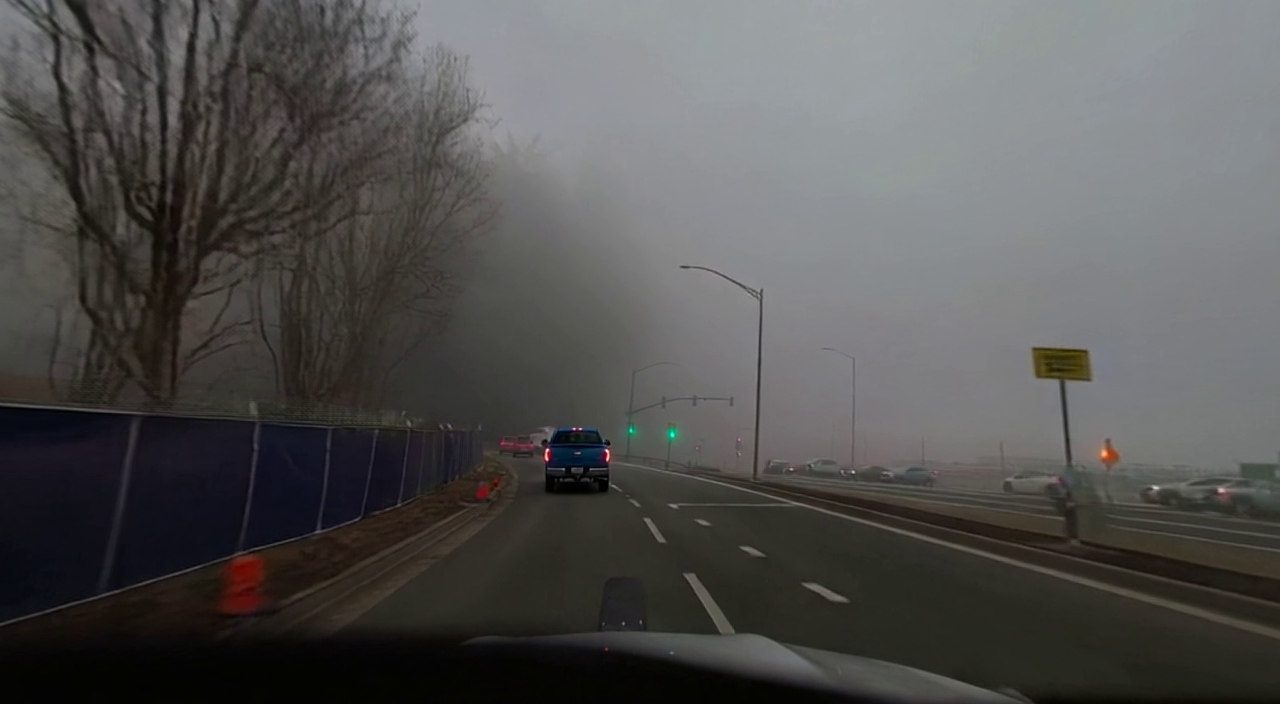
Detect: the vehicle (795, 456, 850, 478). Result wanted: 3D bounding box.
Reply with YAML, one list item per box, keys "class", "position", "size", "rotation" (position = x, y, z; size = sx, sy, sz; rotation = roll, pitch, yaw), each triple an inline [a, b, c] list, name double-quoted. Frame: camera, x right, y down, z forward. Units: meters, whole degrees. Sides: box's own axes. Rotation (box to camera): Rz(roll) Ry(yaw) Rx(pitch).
- class: "vehicle"
  position: [14.161, 8.924, 49.245]
  size: [1.884, 1.622, 4.485]
  rotation: [3, -10, -17]

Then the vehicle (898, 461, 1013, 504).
- class: "vehicle"
  position: [13.063, 5.407, 26.481]
  size: [1.838, 1.494, 4.553]
  rotation: [1, -9, -11]

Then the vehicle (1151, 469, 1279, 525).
- class: "vehicle"
  position: [23.260, 5.548, 24.589]
  size: [1.938, 1.781, 5.078]
  rotation: [1, -9, -8]

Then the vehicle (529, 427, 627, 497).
- class: "vehicle"
  position: [-1.834, 3.137, 18.467]
  size: [2.436, 1.698, 5.322]
  rotation: [1, -8, -6]

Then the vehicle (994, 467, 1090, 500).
- class: "vehicle"
  position: [21.748, 7.128, 34.375]
  size: [1.805, 1.494, 4.362]
  rotation: [1, -9, -11]

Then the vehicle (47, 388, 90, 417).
- class: "vehicle"
  position: [-40.128, 3.602, 44.393]
  size: [1.907, 1.637, 5.187]
  rotation: [10, -13, -39]
